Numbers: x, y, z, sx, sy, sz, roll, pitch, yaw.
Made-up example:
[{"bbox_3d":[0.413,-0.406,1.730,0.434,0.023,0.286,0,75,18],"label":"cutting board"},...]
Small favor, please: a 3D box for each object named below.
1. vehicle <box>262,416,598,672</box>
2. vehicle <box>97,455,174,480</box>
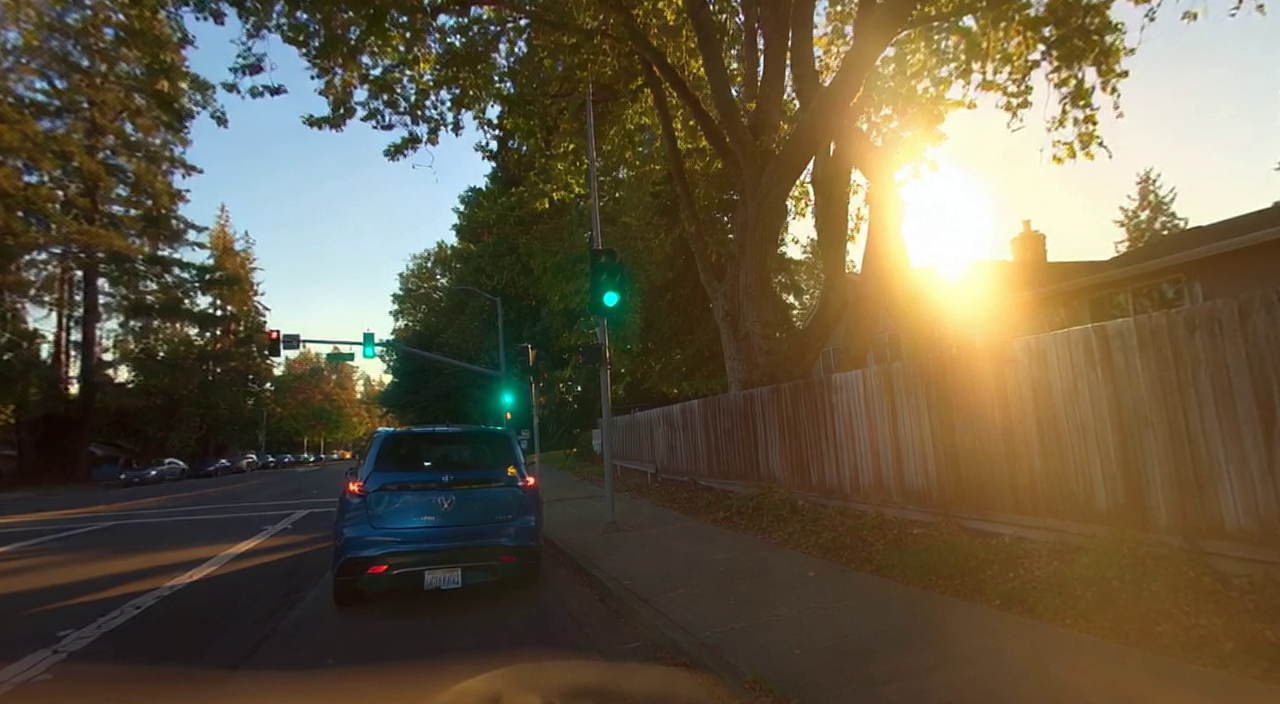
[{"bbox_3d":[-1.825,1.445,5.879,2.024,1.502,3.702,3,-9,-17],"label":"vehicle"},{"bbox_3d":[-37.399,8.549,46.933,3.959,1.680,1.785,2,-9,-12],"label":"vehicle"}]
